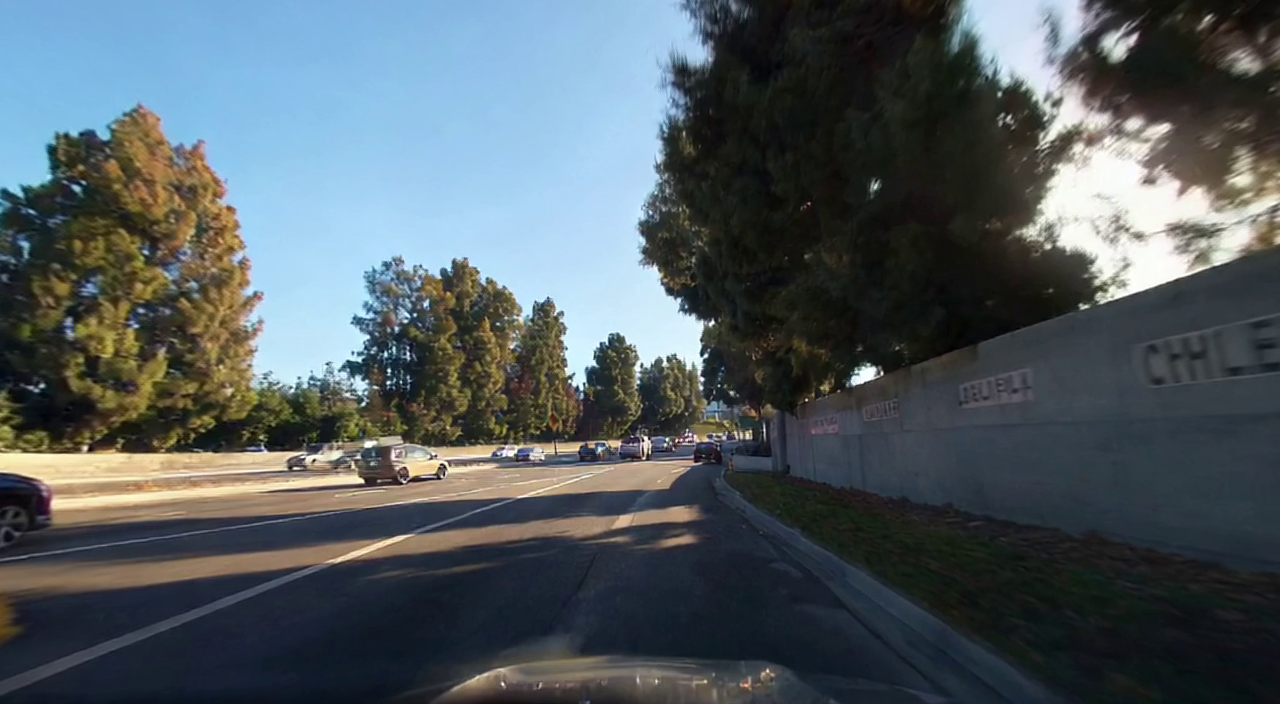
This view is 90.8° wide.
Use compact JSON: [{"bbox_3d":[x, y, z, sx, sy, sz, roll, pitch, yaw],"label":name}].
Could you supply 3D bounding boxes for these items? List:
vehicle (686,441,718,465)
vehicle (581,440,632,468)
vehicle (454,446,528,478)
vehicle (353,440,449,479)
[{"bbox_3d":[4.653,7.482,46.990,2.012,1.622,4.166,-2,-8,11],"label":"vehicle"},{"bbox_3d":[-2.224,6.986,43.552,2.105,1.764,5.109,-2,-8,13],"label":"vehicle"},{"bbox_3d":[-7.486,5.537,32.122,1.860,1.442,4.332,-2,-8,14],"label":"vehicle"},{"bbox_3d":[-11.599,5.227,31.078,2.089,1.736,4.662,-2,-8,13],"label":"vehicle"}]
